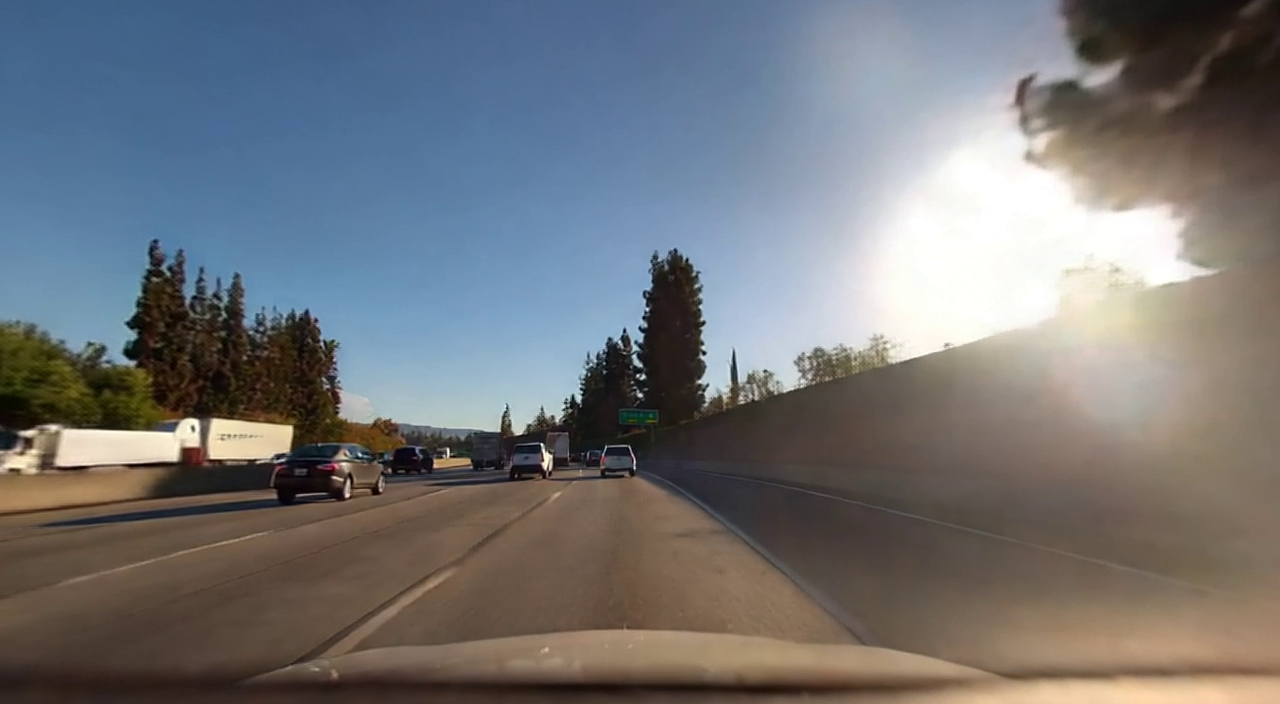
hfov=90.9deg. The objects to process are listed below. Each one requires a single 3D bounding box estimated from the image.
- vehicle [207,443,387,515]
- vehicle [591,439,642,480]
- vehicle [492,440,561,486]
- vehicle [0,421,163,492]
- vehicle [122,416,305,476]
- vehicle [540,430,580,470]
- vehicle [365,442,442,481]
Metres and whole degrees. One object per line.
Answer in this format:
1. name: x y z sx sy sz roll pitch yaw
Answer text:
1. vehicle: -8.020 2.964 15.327 1.896 1.465 4.399 0 -8 0
2. vehicle: -1.037 4.658 27.568 2.092 1.671 3.772 0 -8 -3
3. vehicle: -4.333 4.279 24.737 2.005 1.631 4.295 0 -8 -1
4. vehicle: -16.422 2.928 17.935 2.044 1.747 4.769 0 -8 -2
5. vehicle: -24.777 5.661 38.046 3.003 2.982 12.570 0 -8 -3
6. vehicle: -5.588 6.938 44.794 2.279 2.672 5.256 0 -8 -2
7. vehicle: -11.999 5.576 32.423 2.079 1.807 5.187 0 -8 -2
